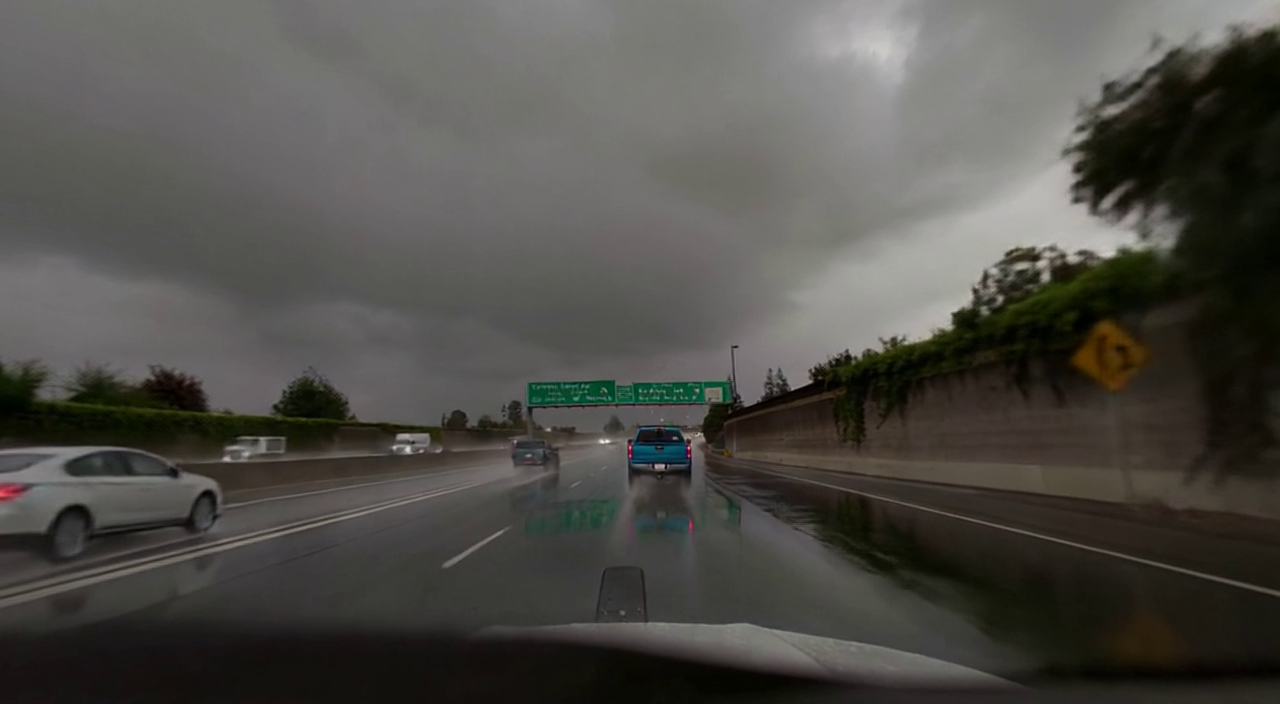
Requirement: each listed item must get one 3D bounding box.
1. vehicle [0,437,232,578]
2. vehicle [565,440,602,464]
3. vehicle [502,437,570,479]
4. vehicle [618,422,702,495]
[{"bbox_3d":[-7.737,1.814,7.842,2.081,1.463,4.749,0,-8,1],"label":"vehicle"},{"bbox_3d":[-3.849,6.927,43.695,2.061,1.584,4.290,0,-8,1],"label":"vehicle"},{"bbox_3d":[-4.264,4.401,26.528,1.961,1.591,4.756,0,-9,1],"label":"vehicle"},{"bbox_3d":[0.501,3.008,18.105,2.083,1.792,4.782,0,-8,0],"label":"vehicle"}]
